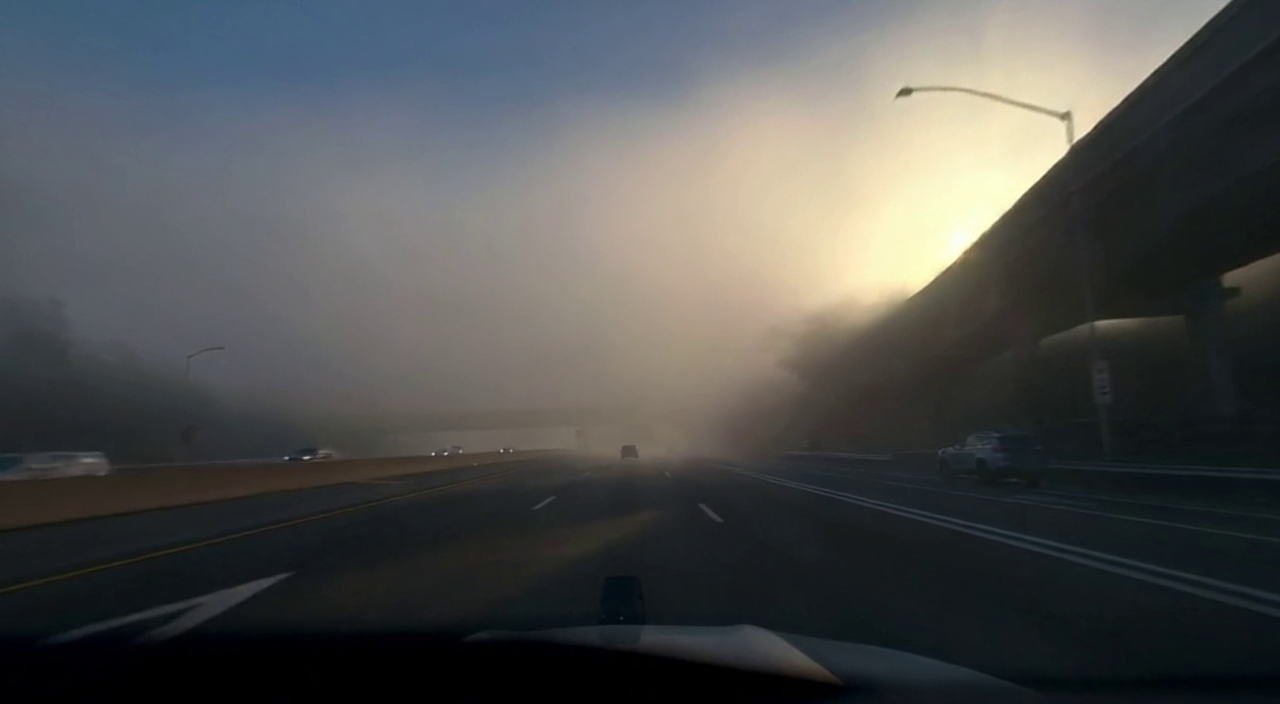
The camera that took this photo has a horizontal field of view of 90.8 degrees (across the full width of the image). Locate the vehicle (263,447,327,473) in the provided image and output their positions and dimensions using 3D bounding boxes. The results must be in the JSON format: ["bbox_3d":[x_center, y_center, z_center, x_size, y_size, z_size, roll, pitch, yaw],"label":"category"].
[{"bbox_3d":[-22.018,6.849,40.486,1.825,1.556,4.203,0,-9,-1],"label":"vehicle"}]

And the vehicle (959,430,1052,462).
[{"bbox_3d":[18.566,4.825,32.380,1.916,1.508,4.485,0,-9,-2],"label":"vehicle"}]

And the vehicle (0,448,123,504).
[{"bbox_3d":[-18.389,3.647,18.952,1.871,1.497,4.589,0,-9,-1],"label":"vehicle"}]
